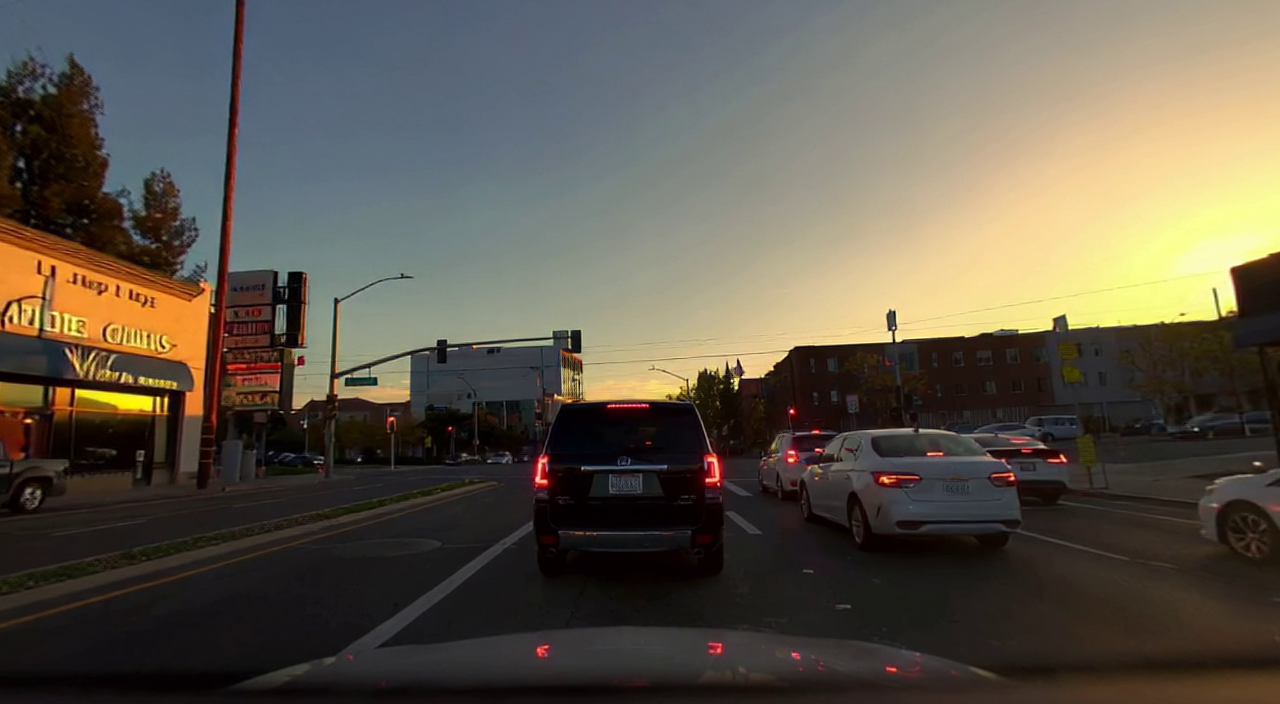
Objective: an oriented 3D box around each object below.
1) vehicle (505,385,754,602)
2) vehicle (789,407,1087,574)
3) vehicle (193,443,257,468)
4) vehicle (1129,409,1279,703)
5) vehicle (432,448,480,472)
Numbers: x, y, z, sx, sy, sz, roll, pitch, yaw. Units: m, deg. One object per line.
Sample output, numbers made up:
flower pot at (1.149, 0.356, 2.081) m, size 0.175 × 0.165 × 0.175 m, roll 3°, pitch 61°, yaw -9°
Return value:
vehicle at (-0.005, 1.535, 7.683) m, size 2.154 × 1.861 × 4.280 m, roll 0°, pitch -8°, yaw 3°
vehicle at (3.618, 1.763, 8.797) m, size 2.036 × 1.719 × 4.318 m, roll 0°, pitch -8°, yaw 0°
vehicle at (-27.449, 6.869, 41.855) m, size 1.693 × 1.563 × 3.716 m, roll 0°, pitch -8°, yaw 0°
vehicle at (3.370, 0.731, 0.811) m, size 1.884 × 1.484 × 4.609 m, roll 0°, pitch -8°, yaw 2°
vehicle at (-14.241, 8.343, 49.144) m, size 2.102 × 1.737 × 4.570 m, roll -1°, pitch -8°, yaw 4°
